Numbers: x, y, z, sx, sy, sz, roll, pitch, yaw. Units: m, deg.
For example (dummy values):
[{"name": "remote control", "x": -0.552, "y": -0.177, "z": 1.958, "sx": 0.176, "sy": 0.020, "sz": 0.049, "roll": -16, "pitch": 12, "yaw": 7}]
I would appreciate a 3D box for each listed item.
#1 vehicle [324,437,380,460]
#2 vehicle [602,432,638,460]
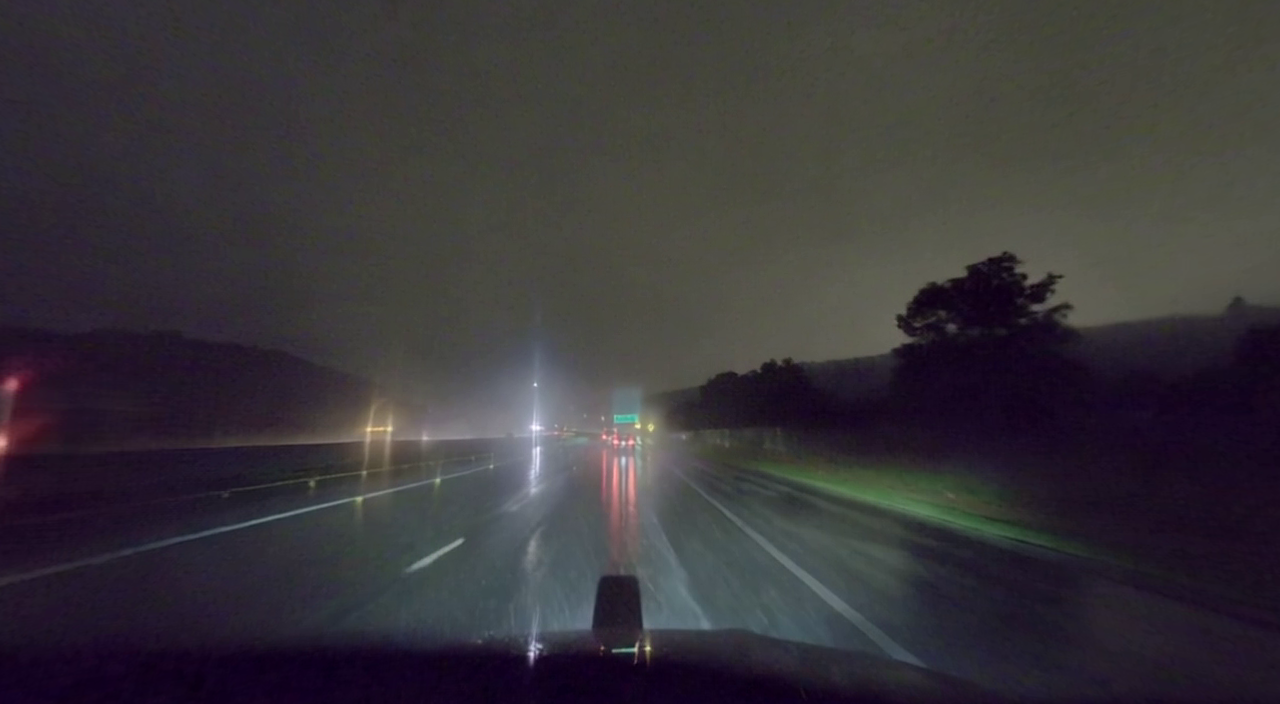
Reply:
[{"name": "vehicle", "x": -20.303, "y": 6.802, "z": 44.543, "sx": 1.900, "sy": 1.509, "sz": 4.555, "roll": 0, "pitch": -8, "yaw": -2}, {"name": "vehicle", "x": -1.130, "y": 5.305, "z": 35.687, "sx": 1.948, "sy": 1.470, "sz": 3.913, "roll": 0, "pitch": -8, "yaw": -2}]
